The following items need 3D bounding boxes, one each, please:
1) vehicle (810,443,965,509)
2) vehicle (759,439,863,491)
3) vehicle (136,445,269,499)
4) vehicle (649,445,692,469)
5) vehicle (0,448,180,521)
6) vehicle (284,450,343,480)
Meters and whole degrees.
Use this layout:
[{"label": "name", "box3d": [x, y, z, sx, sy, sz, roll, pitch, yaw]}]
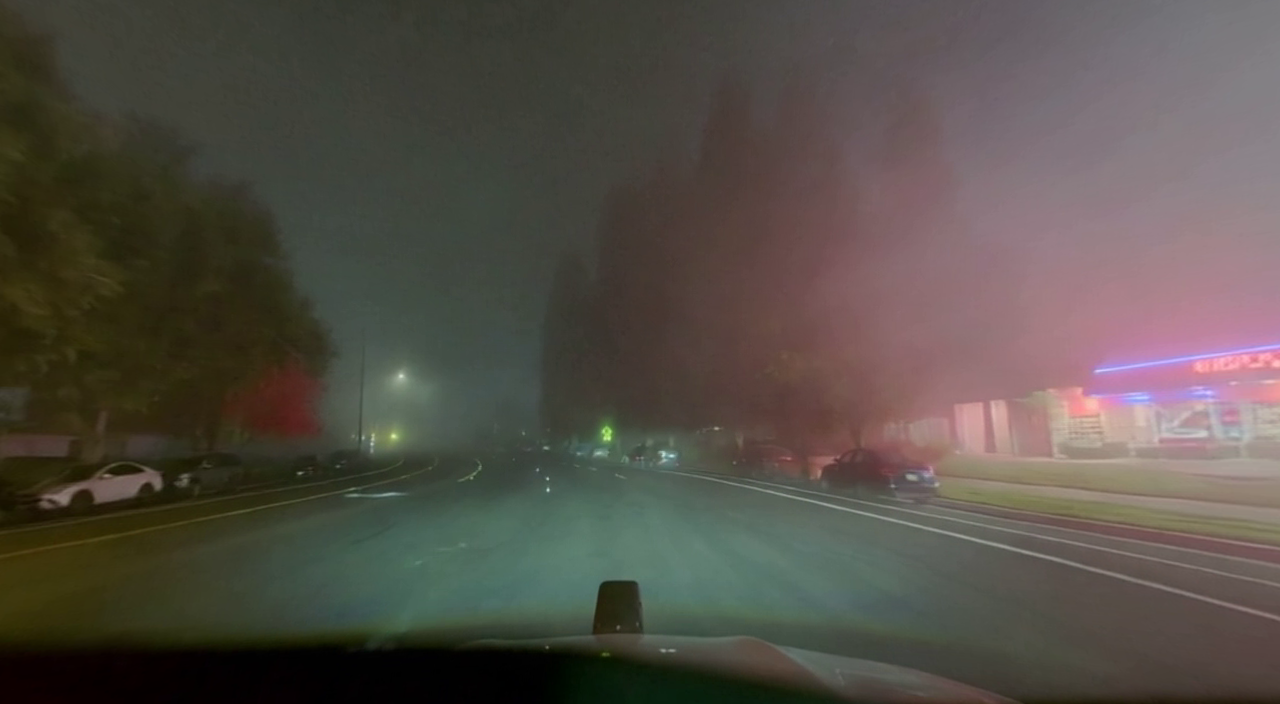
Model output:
[{"label": "vehicle", "box3d": [6.568, 3.310, 17.480, 1.872, 1.515, 4.799, 0, -9, -7]}, {"label": "vehicle", "box3d": [5.923, 3.957, 22.490, 2.065, 1.632, 4.206, 0, -9, -7]}, {"label": "vehicle", "box3d": [-16.304, 4.446, 23.928, 1.876, 1.772, 5.125, 0, -9, -7]}, {"label": "vehicle", "box3d": [2.086, 7.411, 44.794, 2.012, 1.517, 4.287, 1, -9, -12]}, {"label": "vehicle", "box3d": [-15.416, 3.584, 17.738, 1.927, 1.748, 4.474, 0, -9, -6]}, {"label": "vehicle", "box3d": [-18.503, 6.404, 35.994, 1.906, 1.542, 4.210, 1, -9, -13]}]
